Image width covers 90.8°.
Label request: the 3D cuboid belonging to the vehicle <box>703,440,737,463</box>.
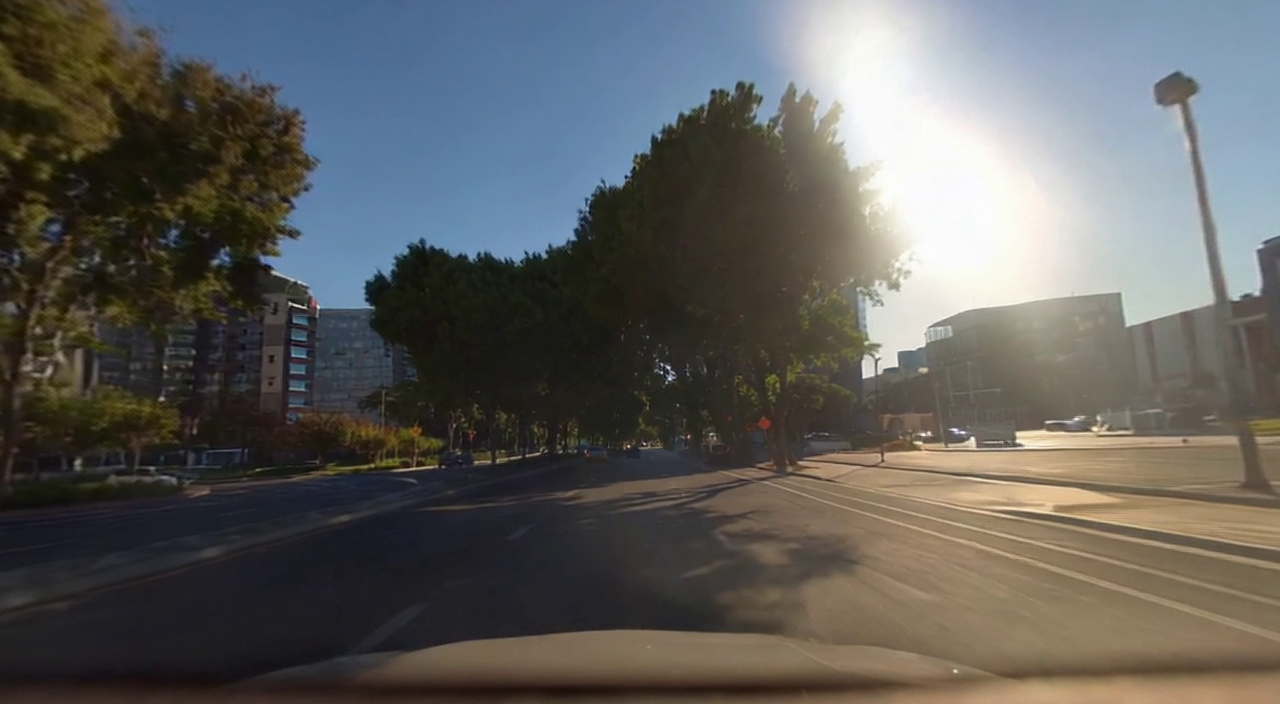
[{"bbox_3d":[6.057,7.566,48.227,1.986,1.682,4.341,0,-8,0],"label":"vehicle"}]

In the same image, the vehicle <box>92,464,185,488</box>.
[{"bbox_3d":[-32.513,8.017,41.027,4.359,1.405,1.831,0,-8,-1],"label":"vehicle"}]
